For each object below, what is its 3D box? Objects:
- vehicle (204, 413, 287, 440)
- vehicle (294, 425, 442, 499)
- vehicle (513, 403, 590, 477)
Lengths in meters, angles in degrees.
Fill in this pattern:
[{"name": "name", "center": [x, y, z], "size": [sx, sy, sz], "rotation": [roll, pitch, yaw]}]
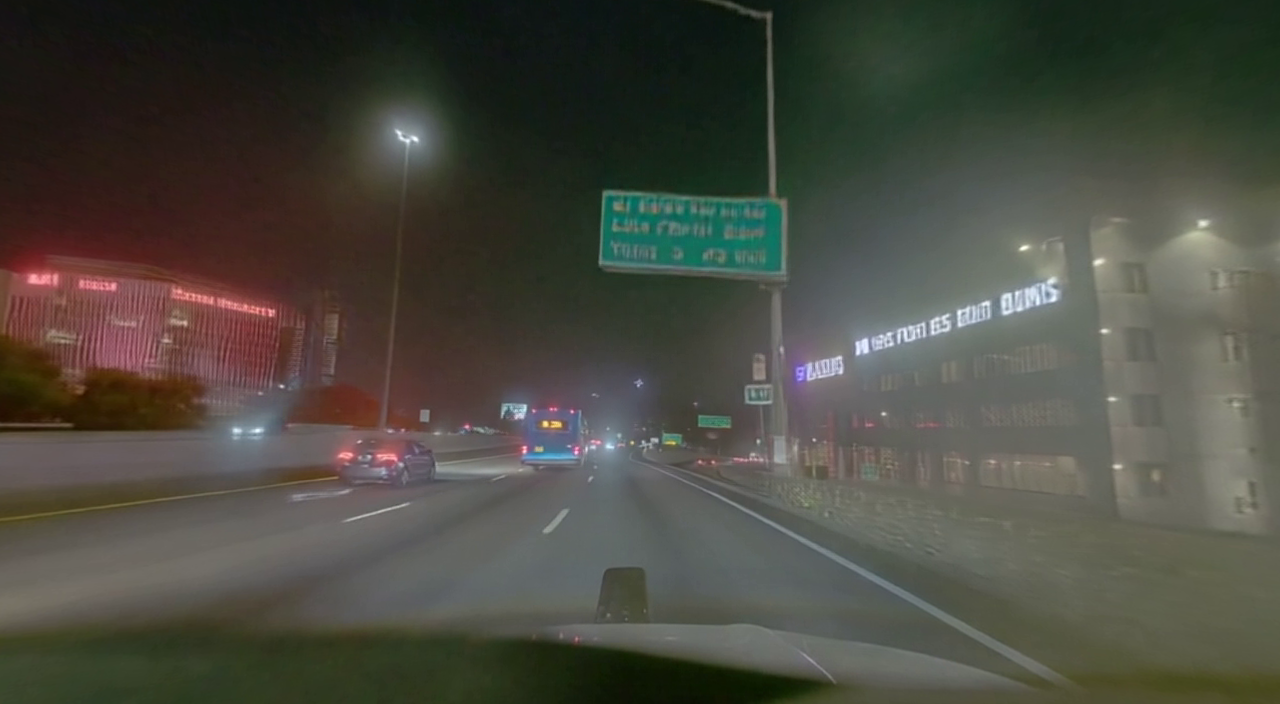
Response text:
[{"name": "vehicle", "center": [-29.784, 5.714, 47.890], "size": [2.209, 1.845, 5.765], "rotation": [-1, -9, 5]}, {"name": "vehicle", "center": [-6.993, 2.892, 16.840], "size": [1.993, 1.690, 4.450], "rotation": [0, -9, 0]}, {"name": "vehicle", "center": [-3.880, 4.248, 29.628], "size": [2.888, 2.944, 8.373], "rotation": [1, -10, -3]}]
